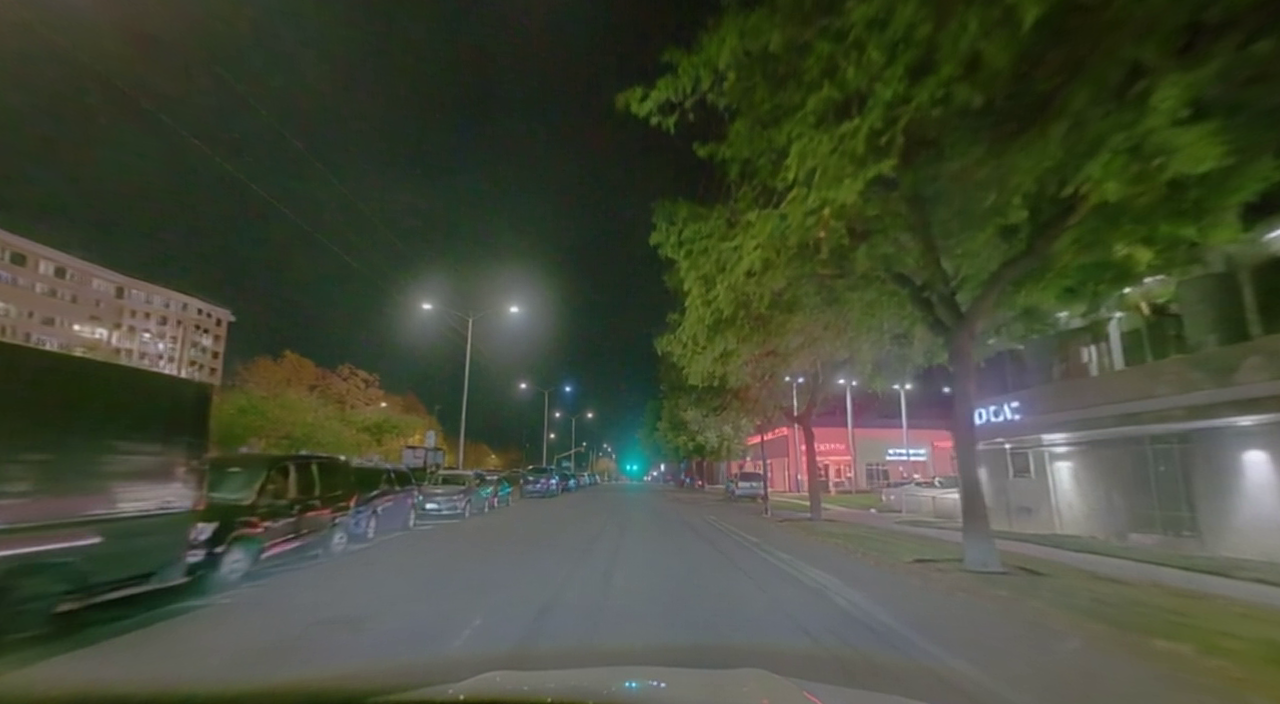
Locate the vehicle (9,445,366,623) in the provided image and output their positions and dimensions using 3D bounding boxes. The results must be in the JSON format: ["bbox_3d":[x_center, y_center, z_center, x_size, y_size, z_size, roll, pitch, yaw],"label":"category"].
[{"bbox_3d":[-5.617,2.197,8.684,1.848,1.683,4.208,-4,-8,-1],"label":"vehicle"}]

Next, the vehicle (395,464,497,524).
[{"bbox_3d":[-5.963,4.419,19.962,1.957,1.634,4.164,1,-11,-1],"label":"vehicle"}]

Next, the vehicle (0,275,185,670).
[{"bbox_3d":[-5.660,0.585,3.081,2.526,2.655,5.480,0,-11,1],"label":"vehicle"}]

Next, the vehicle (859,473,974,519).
[{"bbox_3d":[10.135,5.322,23.562,1.926,1.469,4.654,2,-11,-4],"label":"vehicle"}]

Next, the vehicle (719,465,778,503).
[{"bbox_3d":[5.545,6.849,32.814,2.054,1.779,4.650,1,-11,-3],"label":"vehicle"}]

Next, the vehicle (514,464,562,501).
[{"bbox_3d":[-6.124,7.908,38.420,2.196,2.001,5.548,1,-11,-2],"label":"vehicle"}]
